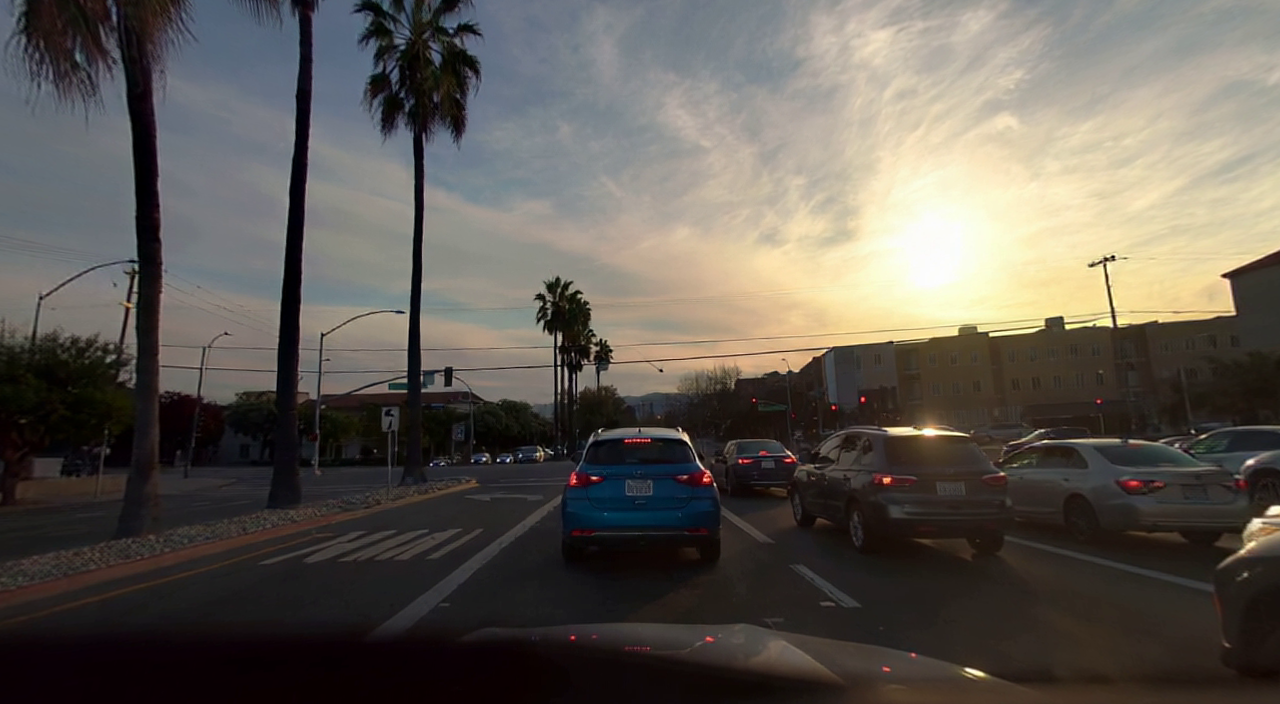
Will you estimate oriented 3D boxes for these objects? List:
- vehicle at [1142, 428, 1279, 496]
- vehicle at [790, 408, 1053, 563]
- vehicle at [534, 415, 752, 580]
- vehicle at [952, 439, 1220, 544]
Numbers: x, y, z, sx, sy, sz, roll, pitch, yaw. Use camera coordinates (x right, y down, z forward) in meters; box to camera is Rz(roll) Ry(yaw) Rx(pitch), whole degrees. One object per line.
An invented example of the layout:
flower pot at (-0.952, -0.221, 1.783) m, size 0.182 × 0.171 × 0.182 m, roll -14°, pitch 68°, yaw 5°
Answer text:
vehicle at (18.034, 3.205, 18.521) m, size 4.786 × 1.848 × 2.107 m, roll 0°, pitch -9°, yaw -1°
vehicle at (3.665, 1.820, 9.254) m, size 1.947 × 1.725 × 4.159 m, roll 0°, pitch -9°, yaw 1°
vehicle at (0.027, 1.707, 8.139) m, size 2.083 × 1.572 × 4.021 m, roll 0°, pitch -9°, yaw 0°
vehicle at (7.361, 2.299, 11.059) m, size 1.832 × 1.477 × 3.981 m, roll 0°, pitch -9°, yaw 1°
